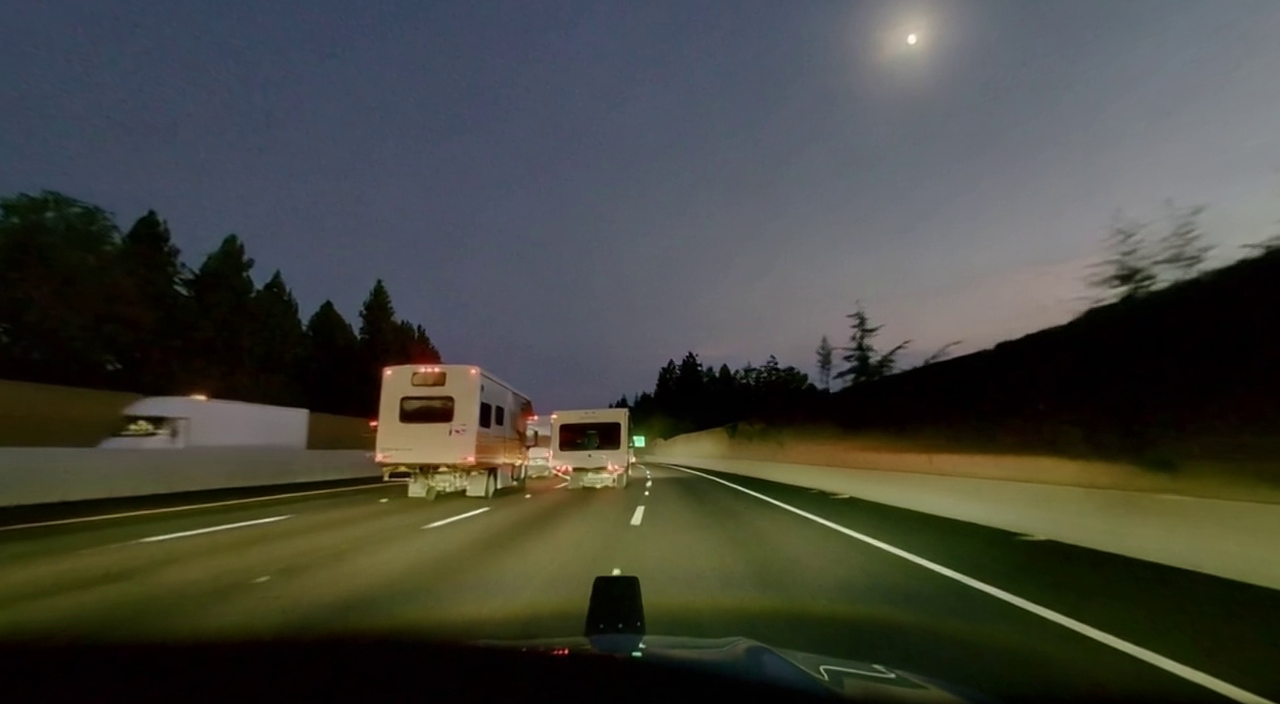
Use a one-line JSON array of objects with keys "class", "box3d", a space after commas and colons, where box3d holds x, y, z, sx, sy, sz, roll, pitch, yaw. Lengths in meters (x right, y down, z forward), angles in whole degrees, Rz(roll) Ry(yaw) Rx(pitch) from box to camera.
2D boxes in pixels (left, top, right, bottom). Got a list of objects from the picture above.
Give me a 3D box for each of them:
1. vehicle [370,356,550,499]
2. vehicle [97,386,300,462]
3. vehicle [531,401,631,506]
[{"class": "vehicle", "box3d": [-6.076, 3.214, 25.008, 2.929, 4.010, 14.446, 0, -9, 0]}, {"class": "vehicle", "box3d": [-25.599, 4.633, 38.075, 2.740, 3.781, 13.067, 0, -9, 0]}, {"class": "vehicle", "box3d": [-1.491, 2.801, 17.518, 2.331, 2.583, 3.743, 0, -9, 1]}]
